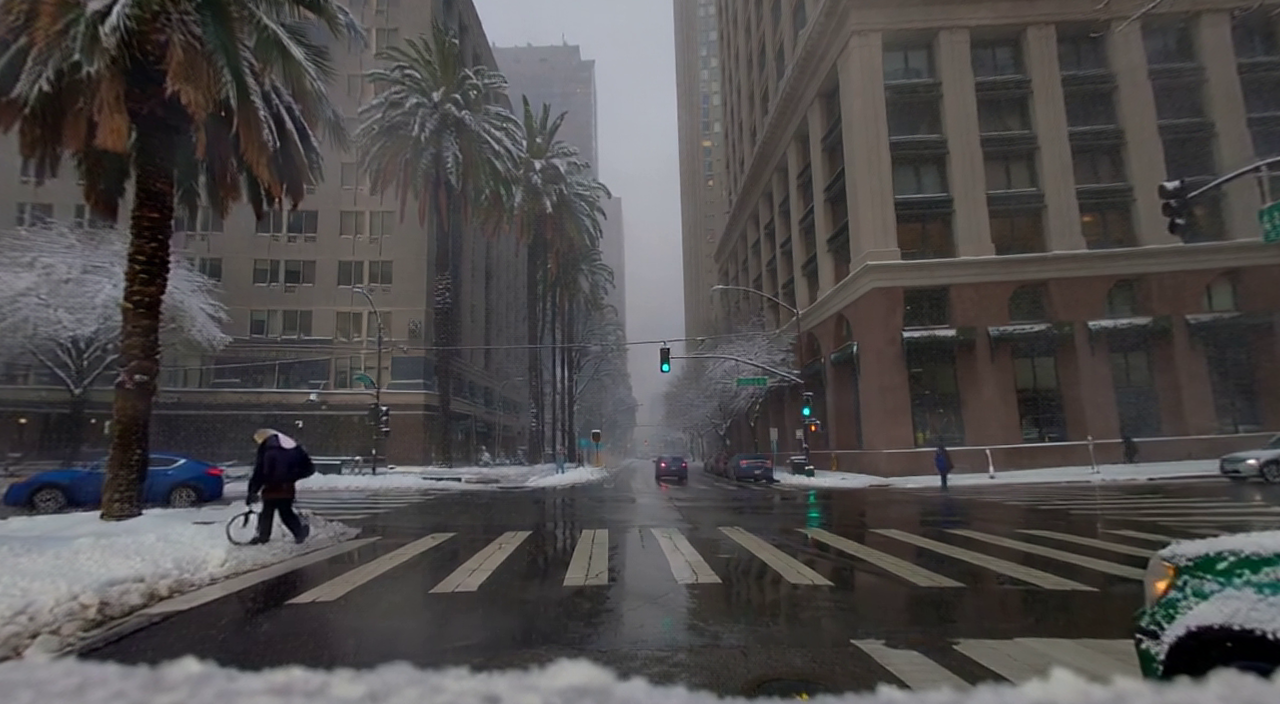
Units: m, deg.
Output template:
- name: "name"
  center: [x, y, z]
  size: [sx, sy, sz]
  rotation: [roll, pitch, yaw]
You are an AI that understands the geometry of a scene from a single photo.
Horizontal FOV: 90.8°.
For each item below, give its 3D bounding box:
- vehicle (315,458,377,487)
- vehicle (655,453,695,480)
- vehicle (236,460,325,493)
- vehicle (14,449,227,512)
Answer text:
- name: "vehicle"
  center: [-20.083, 8.237, 43.436]
  size: [2.043, 1.745, 4.420]
  rotation: [0, -8, 1]
- name: "vehicle"
  center: [2.127, 7.184, 39.734]
  size: [2.000, 1.525, 4.273]
  rotation: [0, -8, -4]
- name: "vehicle"
  center: [-19.923, 6.896, 35.265]
  size: [2.069, 1.540, 4.774]
  rotation: [0, -8, 1]
- name: "vehicle"
  center: [-15.053, 3.707, 18.712]
  size: [4.499, 1.594, 1.898]
  rotation: [5, -10, -29]
